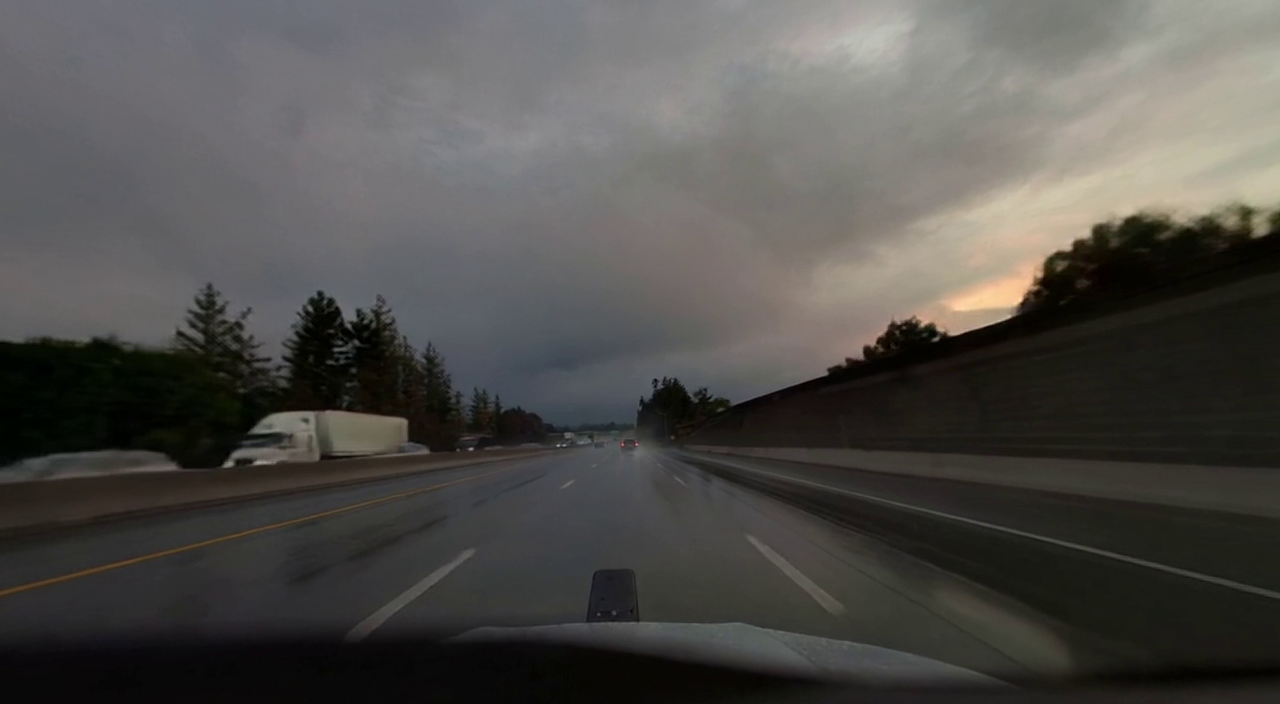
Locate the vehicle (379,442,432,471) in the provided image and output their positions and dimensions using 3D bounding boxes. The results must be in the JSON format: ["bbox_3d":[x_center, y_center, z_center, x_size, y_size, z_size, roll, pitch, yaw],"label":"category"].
[{"bbox_3d":[-15.768,7.036,42.568,1.992,1.792,4.434,-1,-8,-1],"label":"vehicle"}]

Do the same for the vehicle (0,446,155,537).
[{"bbox_3d":[-11.684,2.528,11.695,1.875,1.470,4.357,0,-8,-1],"label":"vehicle"}]

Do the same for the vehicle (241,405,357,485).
[{"bbox_3d":[-19.603,5.395,36.766,2.993,4.166,6.516,0,-8,-1],"label":"vehicle"}]
